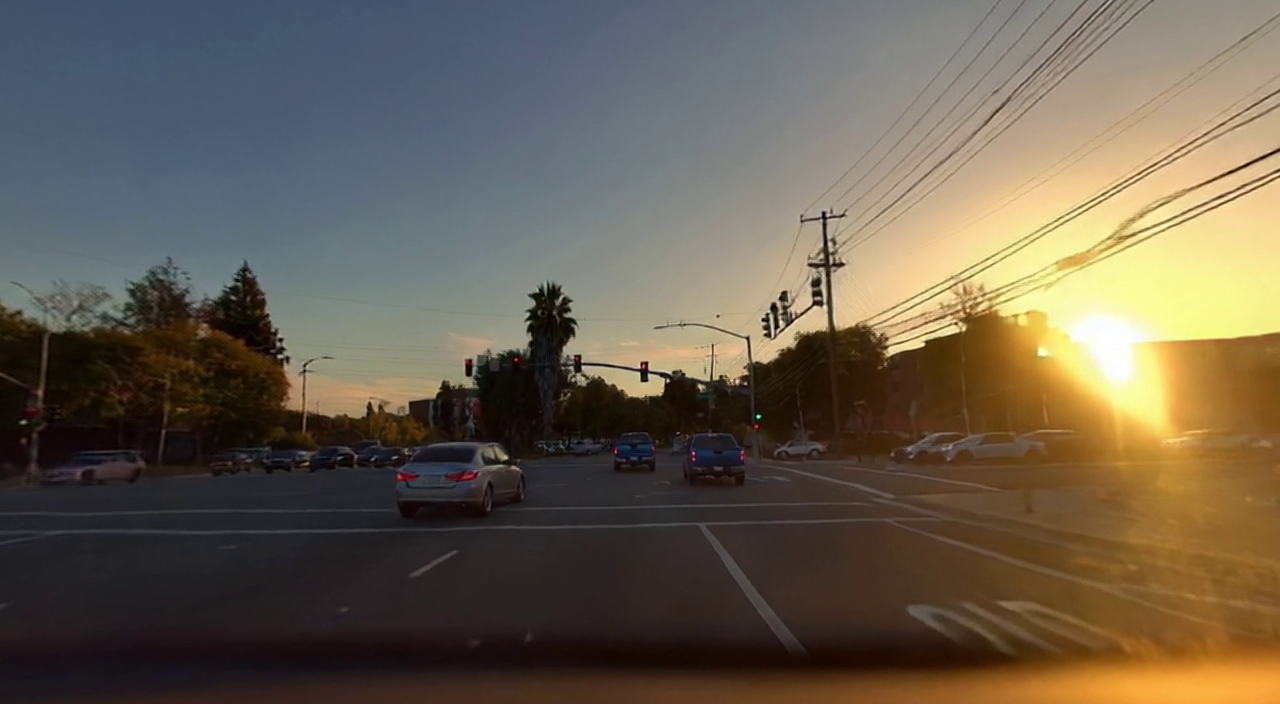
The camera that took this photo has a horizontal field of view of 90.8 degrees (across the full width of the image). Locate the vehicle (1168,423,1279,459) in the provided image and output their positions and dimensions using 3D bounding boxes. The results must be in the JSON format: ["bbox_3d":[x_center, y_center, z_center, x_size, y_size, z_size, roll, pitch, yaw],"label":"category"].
[{"bbox_3d":[31.285,4.723,33.446,4.848,1.769,2.301,2,-9,-8],"label":"vehicle"}]

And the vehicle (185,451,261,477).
[{"bbox_3d":[-28.125,7.557,42.832,1.985,1.609,4.536,-1,-9,1],"label":"vehicle"}]

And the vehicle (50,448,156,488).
[{"bbox_3d":[-23.017,4.908,27.053,4.214,1.557,2.016,-5,-10,30],"label":"vehicle"}]

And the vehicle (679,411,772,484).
[{"bbox_3d":[3.323,3.975,26.421,2.905,2.636,6.895,0,-8,0],"label":"vehicle"}]

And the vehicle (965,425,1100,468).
[{"bbox_3d":[17.350,4.232,28.025,4.782,1.768,2.152,2,-9,-11],"label":"vehicle"}]

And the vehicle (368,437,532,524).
[{"bbox_3d":[-3.716,2.588,13.350,1.939,1.494,4.499,0,-8,2],"label":"vehicle"}]

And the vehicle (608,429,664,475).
[{"bbox_3d":[-0.093,5.192,33.005,2.643,2.145,5.585,-1,-8,3],"label":"vehicle"}]

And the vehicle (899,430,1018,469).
[{"bbox_3d":[15.392,4.726,30.649,4.681,1.756,2.109,2,-9,-9],"label":"vehicle"}]

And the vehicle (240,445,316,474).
[{"bbox_3d":[-24.484,7.289,42.999,2.224,1.759,4.994,-4,-9,0],"label":"vehicle"}]

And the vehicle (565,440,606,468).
[{"bbox_3d":[-3.629,6.914,42.964,2.273,1.749,4.385,0,-8,2],"label":"vehicle"}]
